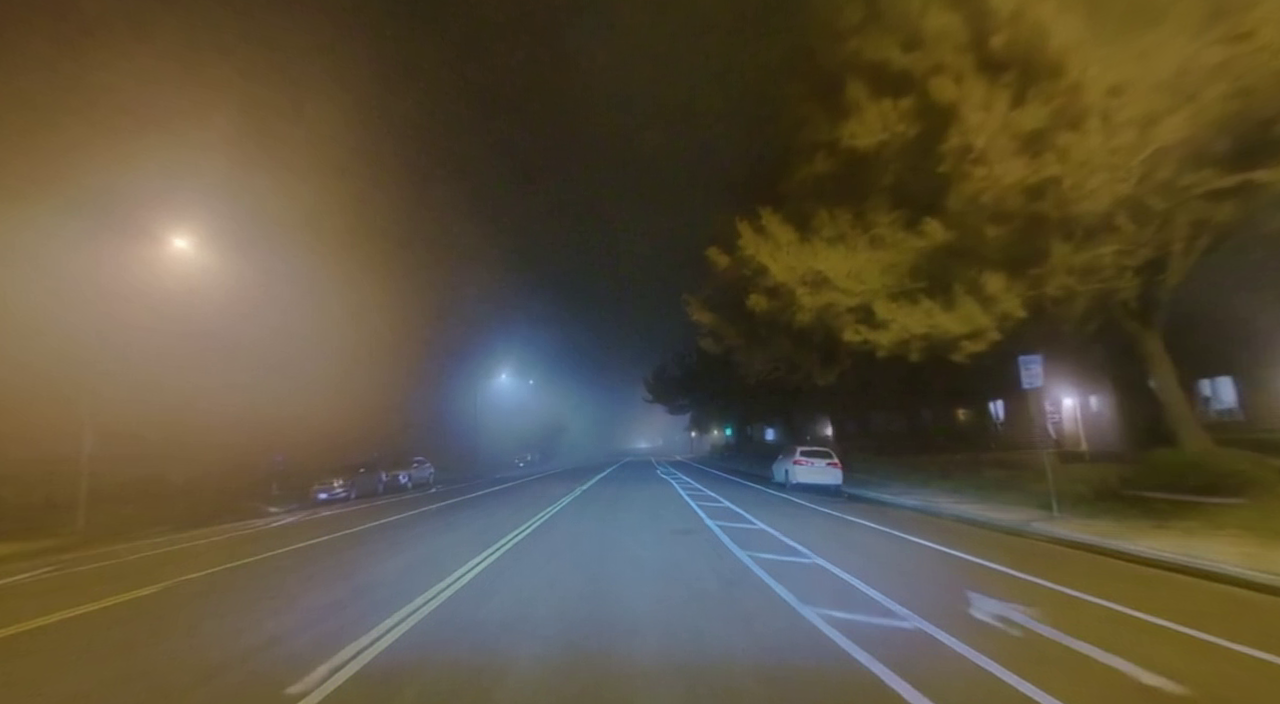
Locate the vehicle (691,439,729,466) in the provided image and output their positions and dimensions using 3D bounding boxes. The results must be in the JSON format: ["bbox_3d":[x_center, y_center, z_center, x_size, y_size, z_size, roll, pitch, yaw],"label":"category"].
[{"bbox_3d":[4.596,6.697,42.168,1.919,1.698,4.747,0,-9,0],"label":"vehicle"}]

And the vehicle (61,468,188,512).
[{"bbox_3d":[-22.046,5.893,27.263,1.823,1.595,4.174,-1,-9,3],"label":"vehicle"}]

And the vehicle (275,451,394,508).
[{"bbox_3d":[-12.271,5.134,25.905,2.156,1.935,5.464,-3,-10,0],"label":"vehicle"}]

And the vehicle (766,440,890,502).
[{"bbox_3d":[4.946,3.197,17.408,1.923,1.454,4.460,0,-9,-2],"label":"vehicle"}]

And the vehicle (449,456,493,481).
[{"bbox_3d":[-12.596,8.684,47.269,1.972,1.475,4.503,-6,-9,0],"label":"vehicle"}]
